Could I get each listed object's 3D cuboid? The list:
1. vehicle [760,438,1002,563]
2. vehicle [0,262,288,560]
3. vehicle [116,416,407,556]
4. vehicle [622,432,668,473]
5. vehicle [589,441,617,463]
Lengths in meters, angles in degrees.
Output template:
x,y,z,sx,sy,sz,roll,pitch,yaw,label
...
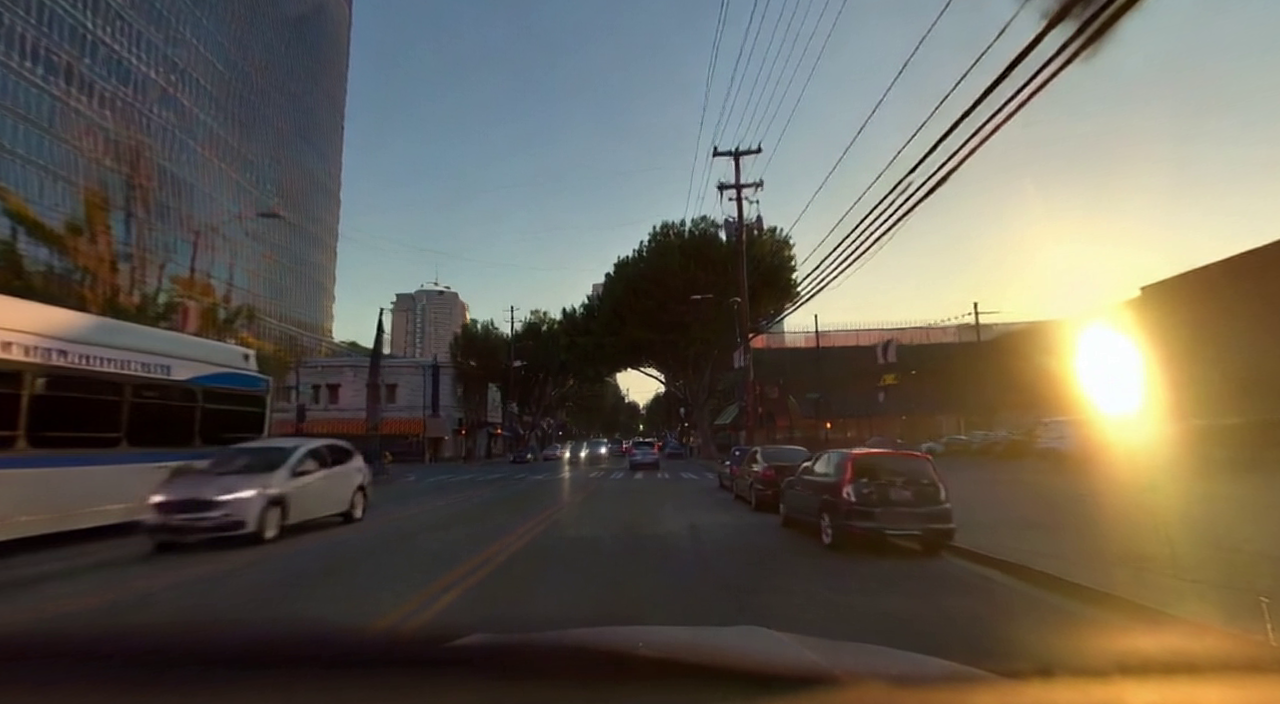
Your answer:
x,y,z,sx,sy,sz,roll,pitch,yaw,label
3.318,2.121,9.869,2.018,1.474,4.524,0,-8,0,vehicle
-9.398,0.655,7.186,3.022,3.627,13.129,-1,-9,1,vehicle
-5.588,2.009,10.151,2.050,1.763,4.119,0,-8,1,vehicle
0.306,5.025,31.642,2.127,1.893,4.194,0,-8,2,vehicle
-2.853,7.785,49.320,2.026,1.616,4.109,1,-8,-1,vehicle
